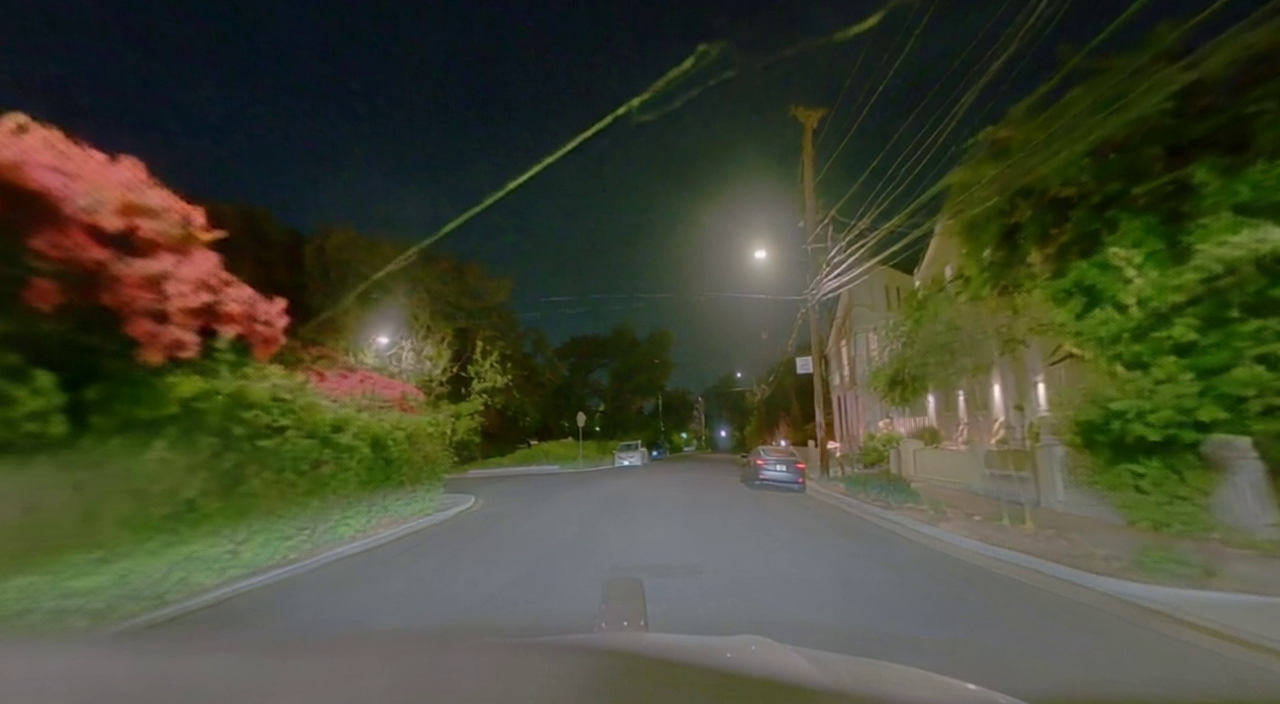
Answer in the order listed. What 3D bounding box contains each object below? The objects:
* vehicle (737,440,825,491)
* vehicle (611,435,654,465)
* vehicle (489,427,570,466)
[{"bbox_3d":[4.567,3.749,21.272,2.151,1.468,5.066,-1,-8,4],"label":"vehicle"},{"bbox_3d":[-0.428,6.862,44.178,2.463,1.951,5.794,-1,-8,5],"label":"vehicle"},{"bbox_3d":[-8.321,7.127,47.600,5.828,2.818,2.231,2,-9,-12],"label":"vehicle"}]
